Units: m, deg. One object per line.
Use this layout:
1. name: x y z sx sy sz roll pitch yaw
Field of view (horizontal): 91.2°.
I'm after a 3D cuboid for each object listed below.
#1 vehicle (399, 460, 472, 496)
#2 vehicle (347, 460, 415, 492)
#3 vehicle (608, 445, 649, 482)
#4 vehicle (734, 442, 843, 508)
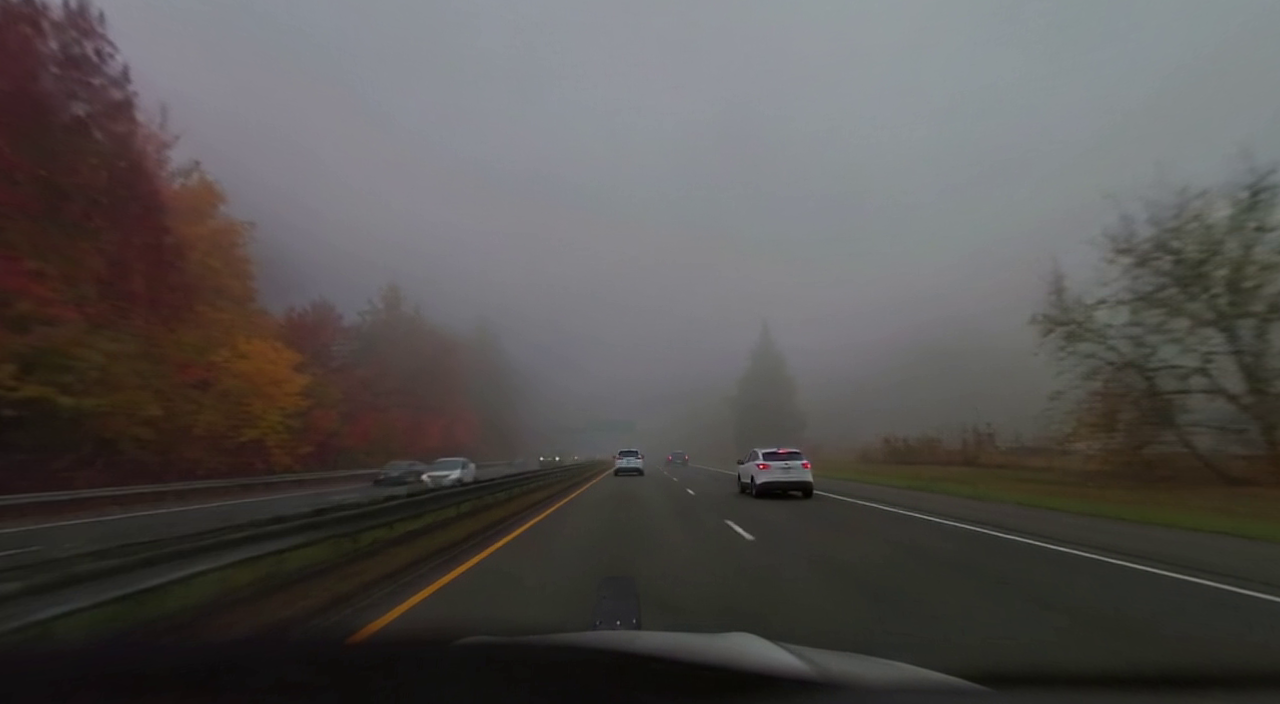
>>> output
1. vehicle: -9.709 5.980 30.138 1.929 1.492 4.486 -1 -9 1
2. vehicle: -13.511 6.457 32.899 1.837 1.495 3.979 -1 -9 0
3. vehicle: -0.530 5.524 31.456 1.937 1.699 3.936 0 -9 0
4. vehicle: 3.818 3.230 16.947 1.843 1.505 4.339 0 -9 -1
